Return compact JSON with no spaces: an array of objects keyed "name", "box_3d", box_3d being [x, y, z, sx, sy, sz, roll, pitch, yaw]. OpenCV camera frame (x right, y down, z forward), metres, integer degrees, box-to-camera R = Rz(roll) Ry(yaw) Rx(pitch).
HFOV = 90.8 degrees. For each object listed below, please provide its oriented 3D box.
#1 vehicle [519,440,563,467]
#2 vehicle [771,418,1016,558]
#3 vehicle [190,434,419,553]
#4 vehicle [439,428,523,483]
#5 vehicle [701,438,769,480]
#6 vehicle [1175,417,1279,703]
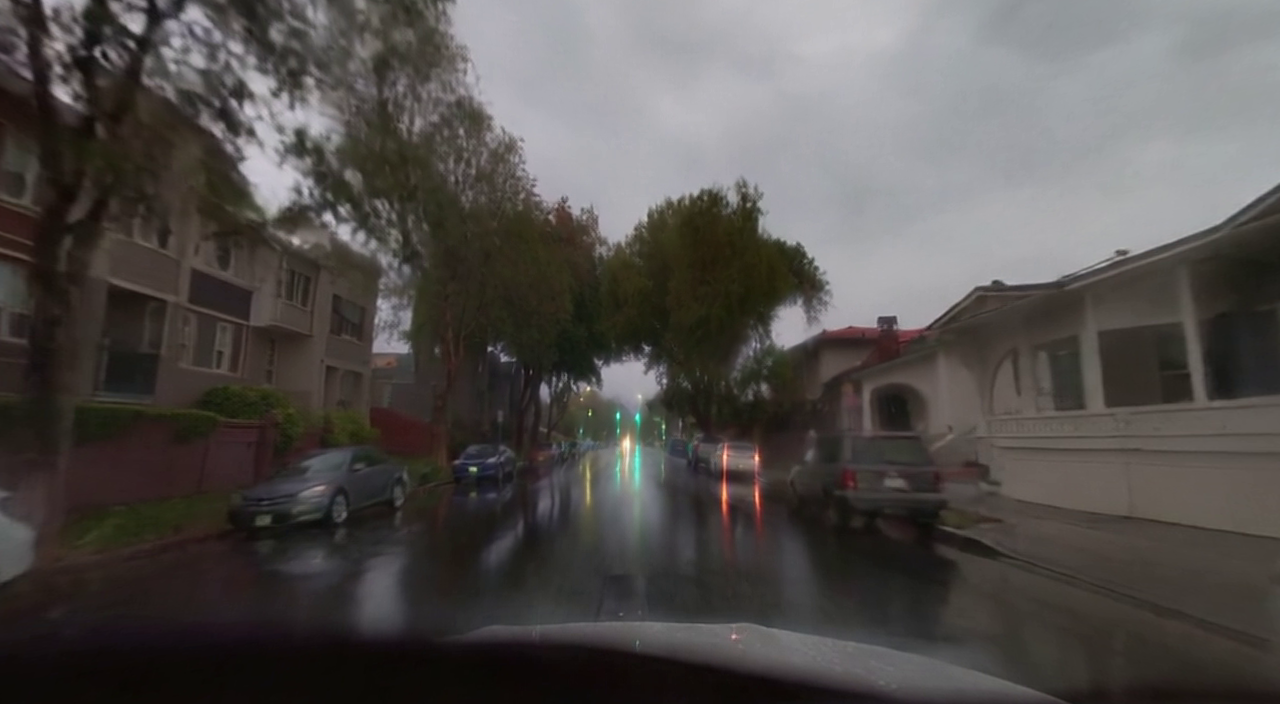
[{"name":"vehicle","box_3d":[-5.871,6.077,37.939,1.998,1.485,4.476,0,-8,-1]},{"name":"vehicle","box_3d":[3.476,1.944,9.780,1.950,1.647,4.425,0,-8,0]},{"name":"vehicle","box_3d":[-5.888,2.429,11.807,1.901,1.475,4.425,-5,-5,-1]},{"name":"vehicle","box_3d":[-6.000,3.986,24.443,2.106,1.760,4.573,-4,-9,-2]},{"name":"vehicle","box_3d":[3.643,4.175,24.990,1.968,1.505,4.368,0,-8,-1]},{"name":"vehicle","box_3d":[3.487,0.727,0.608,1.881,1.482,4.531,0,-8,-2]}]
